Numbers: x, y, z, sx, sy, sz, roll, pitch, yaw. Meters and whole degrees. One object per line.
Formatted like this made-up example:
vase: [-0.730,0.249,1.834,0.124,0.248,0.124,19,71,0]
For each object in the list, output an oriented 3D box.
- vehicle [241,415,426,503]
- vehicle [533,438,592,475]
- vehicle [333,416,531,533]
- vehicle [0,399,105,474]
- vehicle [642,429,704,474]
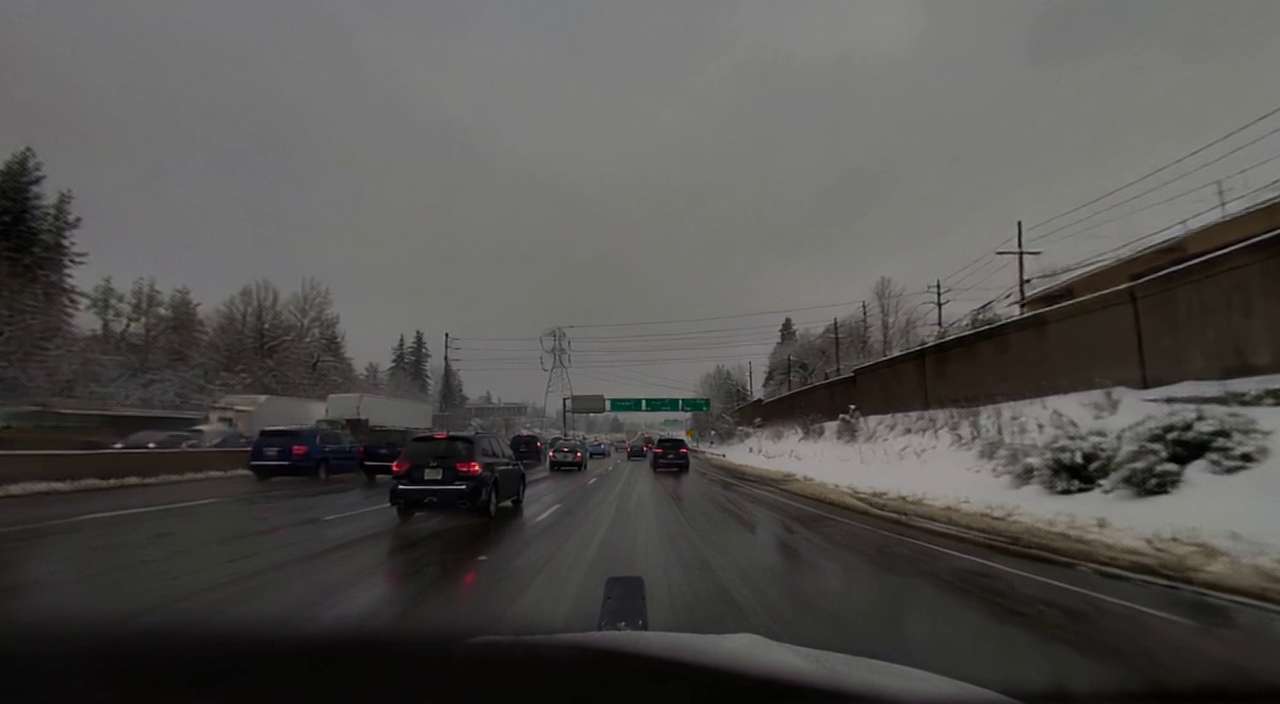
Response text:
vehicle: [-7.234,2.597,15.624,2.222,1.825,4.640,0,-8,0]
vehicle: [-3.450,4.742,28.872,2.049,1.530,4.707,0,-8,1]
vehicle: [-3.487,2.149,11.667,2.026,1.719,4.490,0,-8,1]
vehicle: [-20.224,2.675,20.129,2.134,2.068,4.956,-1,-2,-1]
vehicle: [1.561,5.150,32.880,2.793,2.132,5.682,0,-8,-1]
